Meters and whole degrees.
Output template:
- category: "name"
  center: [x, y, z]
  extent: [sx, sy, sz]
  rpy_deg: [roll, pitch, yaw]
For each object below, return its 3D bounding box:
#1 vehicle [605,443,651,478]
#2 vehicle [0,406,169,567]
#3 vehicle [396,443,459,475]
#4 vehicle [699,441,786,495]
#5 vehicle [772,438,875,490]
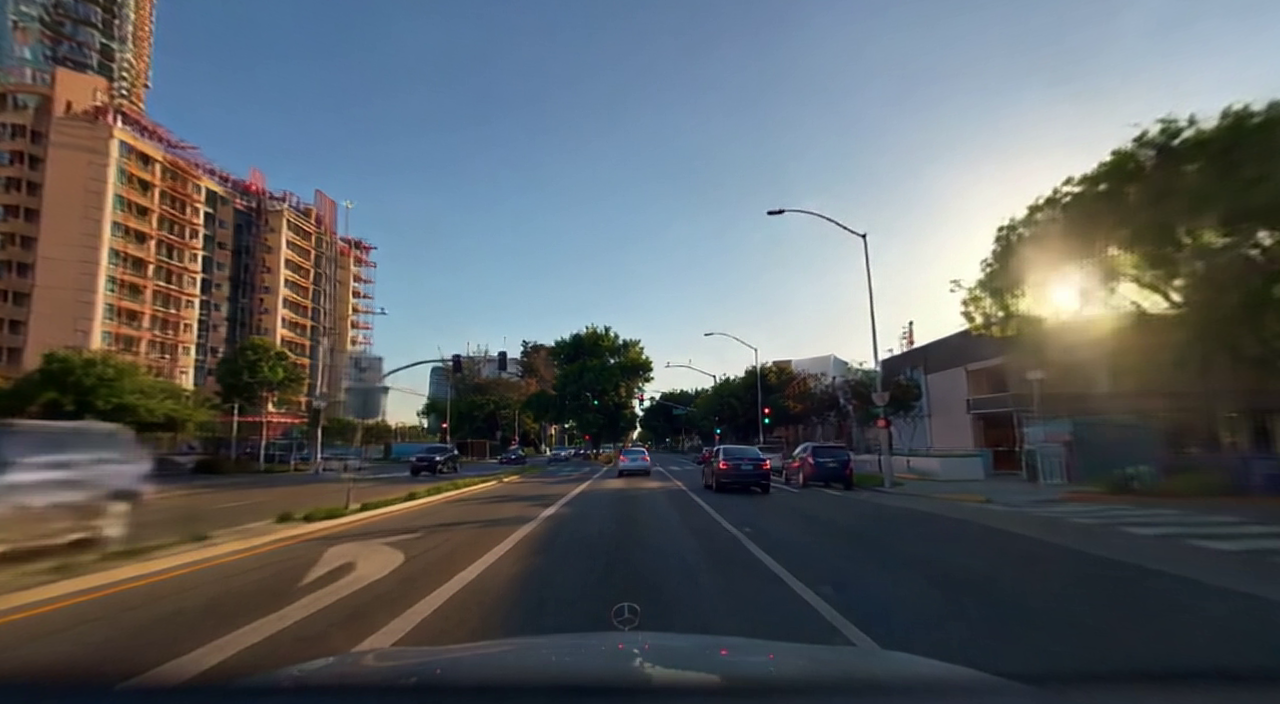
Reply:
- category: "vehicle"
  center: [-0.550, 5.049, 29.658]
  extent: [2.006, 1.487, 3.535]
  rpy_deg: [0, -9, -1]
- category: "vehicle"
  center: [-8.416, 1.575, 7.374]
  extent: [2.111, 1.832, 4.778]
  rpy_deg: [0, -9, 0]
- category: "vehicle"
  center: [-11.996, 6.045, 35.963]
  extent: [1.975, 1.714, 4.638]
  rpy_deg: [0, -9, 0]
- category: "vehicle"
  center: [3.075, 3.561, 19.753]
  extent: [1.910, 1.474, 4.003]
  rpy_deg: [0, -9, -2]
- category: "vehicle"
  center: [7.229, 4.465, 25.655]
  extent: [2.317, 1.852, 5.530]
  rpy_deg: [0, -9, -2]
